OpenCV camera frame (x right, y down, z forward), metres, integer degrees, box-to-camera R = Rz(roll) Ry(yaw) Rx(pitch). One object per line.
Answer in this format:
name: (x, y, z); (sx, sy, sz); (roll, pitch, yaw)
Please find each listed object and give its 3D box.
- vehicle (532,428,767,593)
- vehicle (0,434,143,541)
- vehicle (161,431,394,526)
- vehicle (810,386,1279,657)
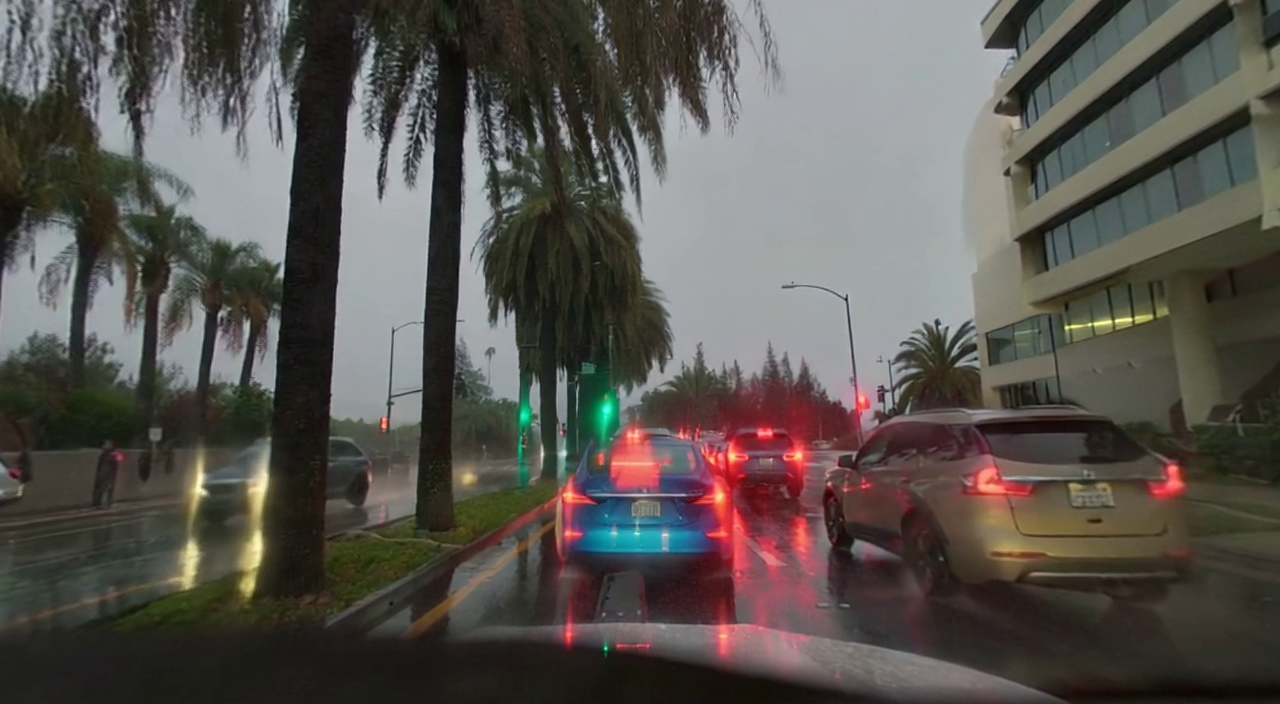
vehicle: (0.125, 1.721, 7.705); (2.088, 1.452, 3.993); (0, -8, 1)
vehicle: (-13.050, 2.717, 12.290); (2.240, 1.964, 5.707); (-6, -8, 0)
vehicle: (-7.423, 2.598, 13.571); (2.053, 1.693, 4.198); (-2, -9, 9)
vehicle: (3.301, 1.413, 6.312); (2.003, 1.733, 4.319); (0, -8, 0)
